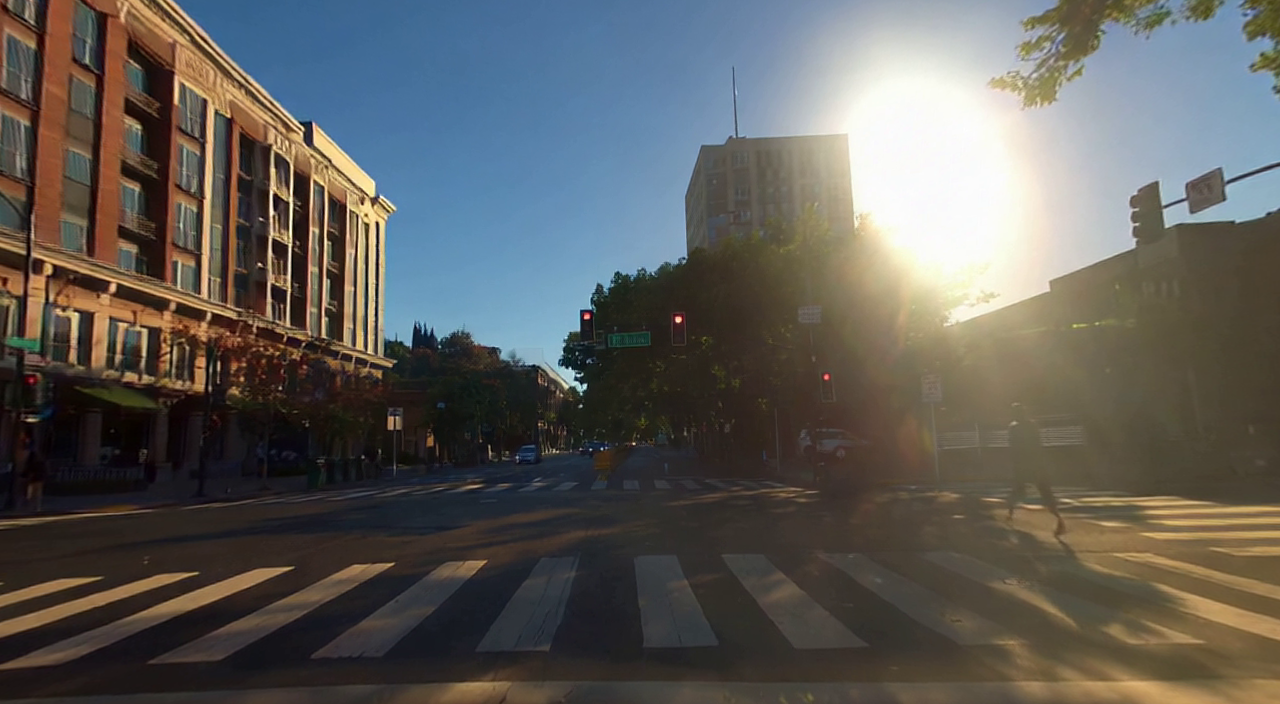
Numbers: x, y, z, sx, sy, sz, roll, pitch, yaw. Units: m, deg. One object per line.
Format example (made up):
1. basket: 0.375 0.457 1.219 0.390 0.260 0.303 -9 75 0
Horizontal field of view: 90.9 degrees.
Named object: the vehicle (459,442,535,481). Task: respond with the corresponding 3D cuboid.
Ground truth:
1. vehicle: -5.880 4.531 26.489 2.127 1.473 4.428 0 -8 1
